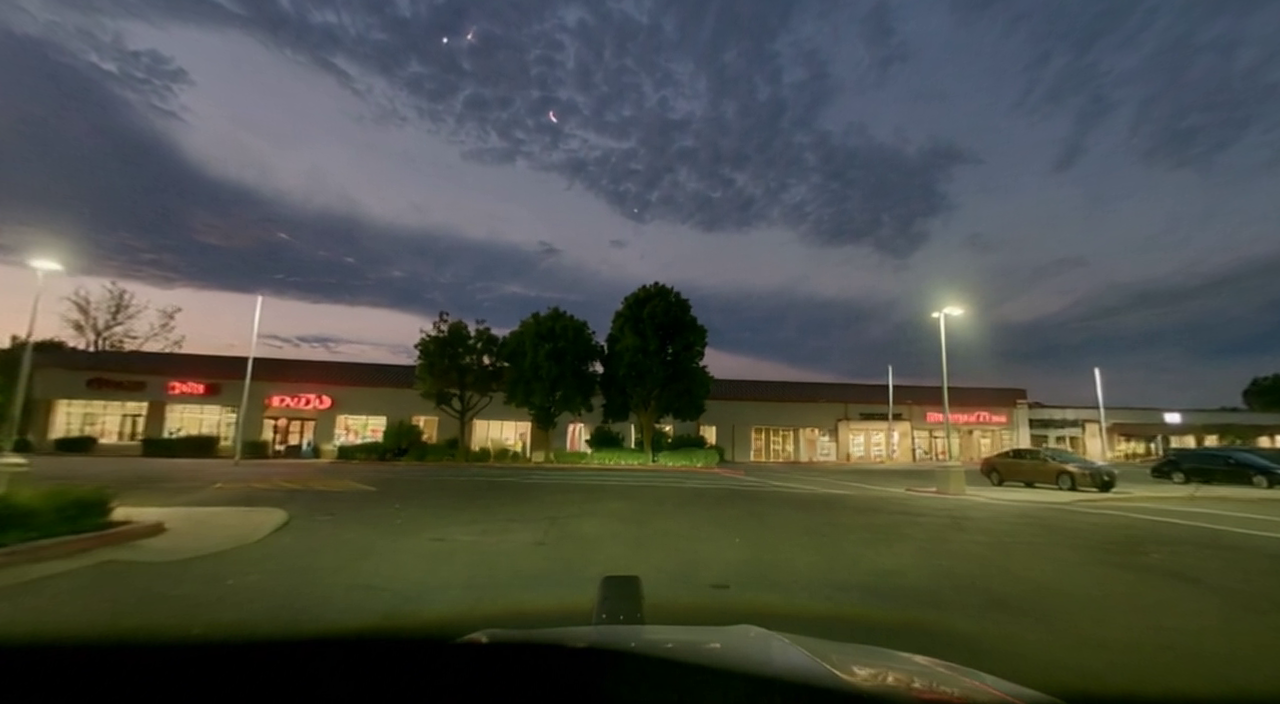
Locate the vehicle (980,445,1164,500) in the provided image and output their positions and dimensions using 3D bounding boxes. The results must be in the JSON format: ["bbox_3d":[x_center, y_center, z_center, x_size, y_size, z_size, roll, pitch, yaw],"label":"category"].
[{"bbox_3d":[13.285,3.698,19.941,2.140,1.507,4.856,1,-8,-4],"label":"vehicle"}]

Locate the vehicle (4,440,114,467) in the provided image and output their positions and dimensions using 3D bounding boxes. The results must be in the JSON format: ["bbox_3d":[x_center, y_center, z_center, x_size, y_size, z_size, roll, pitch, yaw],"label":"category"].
[{"bbox_3d":[-33.469,5.854,36.582,4.431,1.449,1.808,6,-10,-36],"label":"vehicle"}]

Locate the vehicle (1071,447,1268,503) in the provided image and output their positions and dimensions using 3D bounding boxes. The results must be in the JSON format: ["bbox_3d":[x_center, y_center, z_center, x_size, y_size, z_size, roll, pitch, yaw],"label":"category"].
[{"bbox_3d":[16.586,3.826,20.220,1.804,1.502,4.815,1,-8,-7],"label":"vehicle"}]
